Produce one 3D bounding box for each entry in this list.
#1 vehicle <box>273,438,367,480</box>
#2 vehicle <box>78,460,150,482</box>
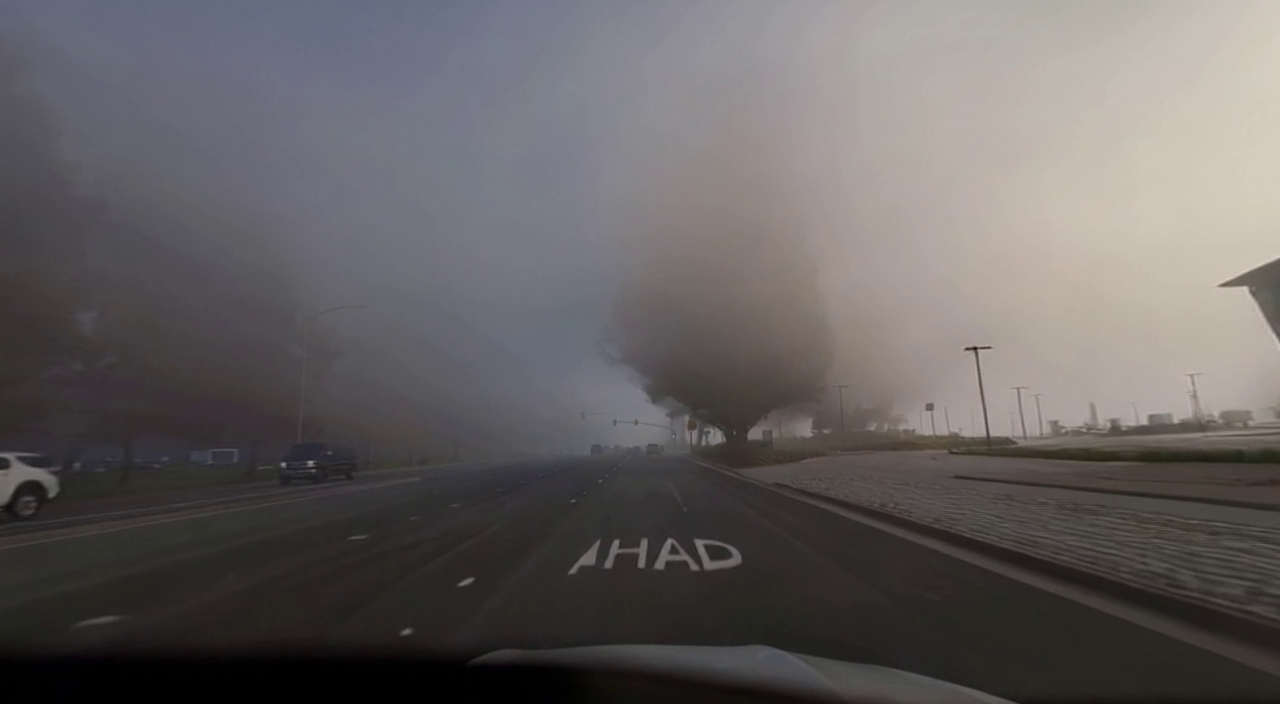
[{"bbox_3d":[-17.367,5.802,34.480,2.331,2.109,5.400,0,-8,0],"label":"vehicle"},{"bbox_3d":[-41.512,9.383,49.597,4.294,1.512,1.800,-4,-9,6],"label":"vehicle"}]
